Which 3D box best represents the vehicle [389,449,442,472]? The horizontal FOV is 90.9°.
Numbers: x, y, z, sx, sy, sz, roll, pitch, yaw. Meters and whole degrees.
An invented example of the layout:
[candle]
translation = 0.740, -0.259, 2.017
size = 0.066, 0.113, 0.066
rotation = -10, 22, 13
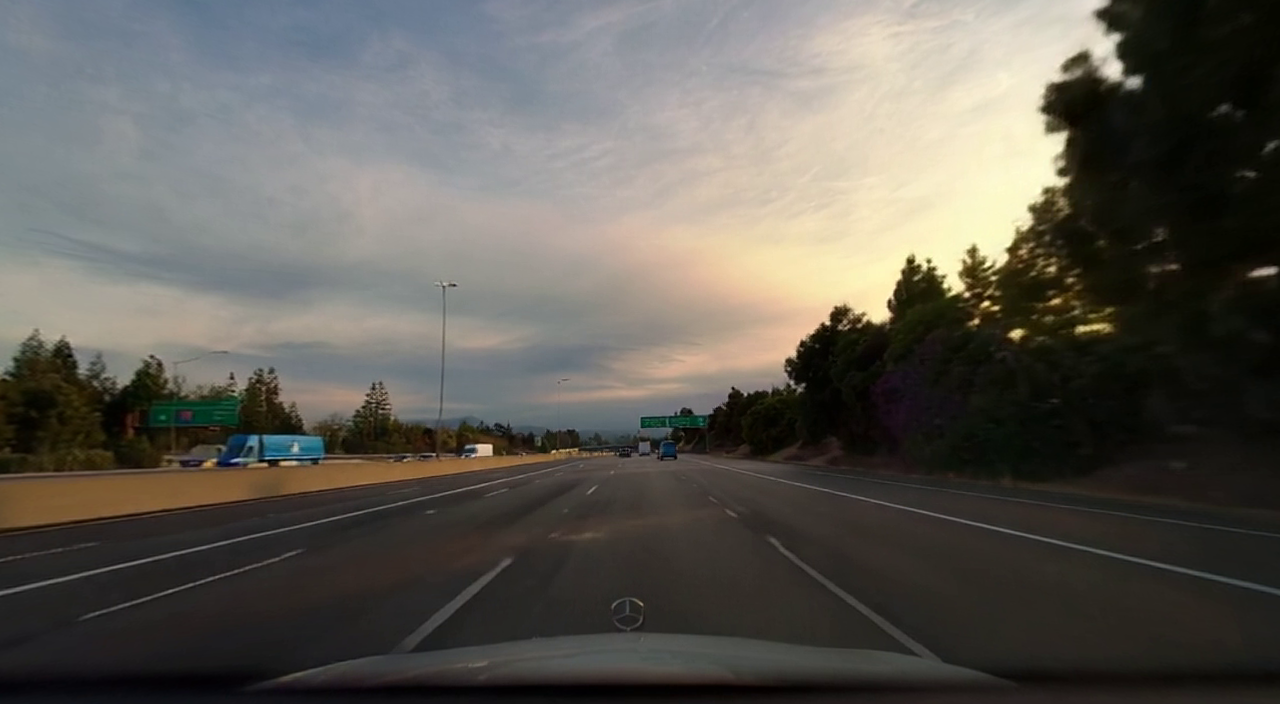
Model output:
[vehicle]
translation = -15.369, 7.428, 43.418
size = 1.903, 1.486, 4.666
rotation = 0, -9, 1
